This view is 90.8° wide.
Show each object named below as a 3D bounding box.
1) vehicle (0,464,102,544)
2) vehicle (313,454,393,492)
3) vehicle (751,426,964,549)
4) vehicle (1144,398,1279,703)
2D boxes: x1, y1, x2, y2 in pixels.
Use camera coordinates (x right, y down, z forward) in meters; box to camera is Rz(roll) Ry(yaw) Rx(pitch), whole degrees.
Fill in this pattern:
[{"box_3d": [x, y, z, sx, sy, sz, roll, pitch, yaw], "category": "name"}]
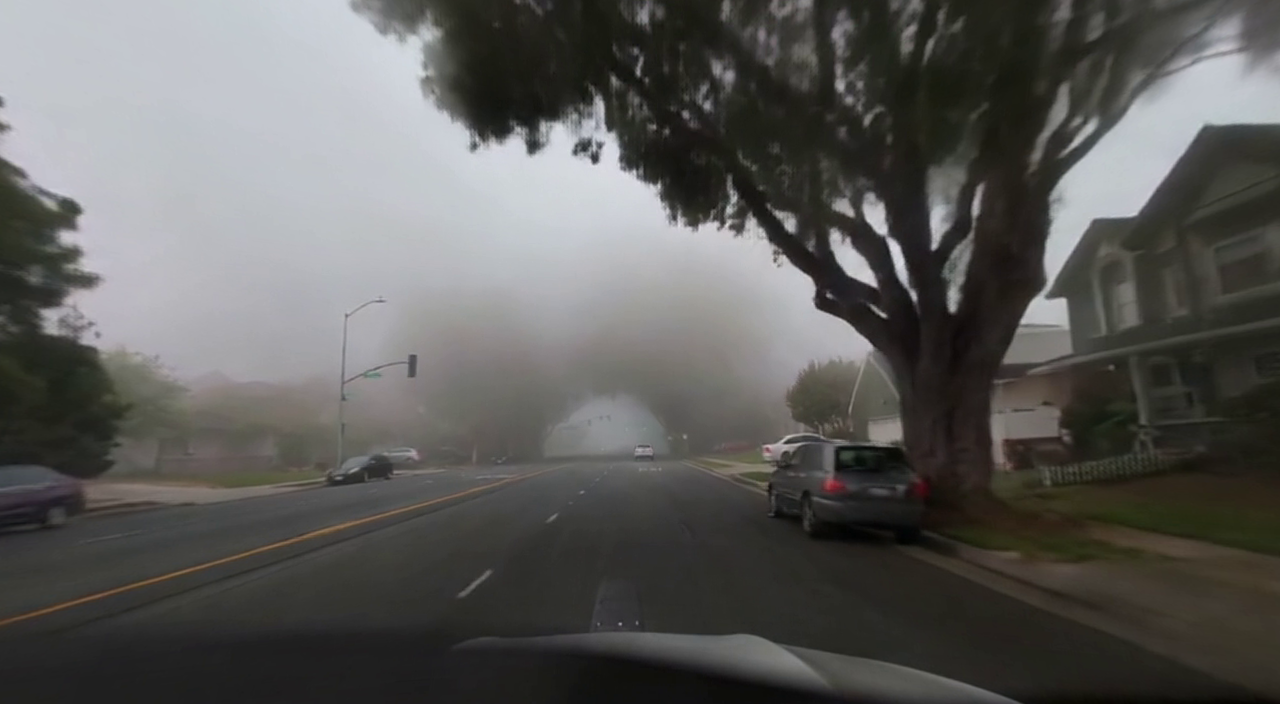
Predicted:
[{"box_3d": [-13.809, 3.082, 12.669, 2.021, 1.513, 4.568, 0, -9, -1], "category": "vehicle"}, {"box_3d": [-13.934, 5.856, 30.983, 1.876, 1.495, 4.647, -4, -9, -2], "category": "vehicle"}, {"box_3d": [3.428, 2.227, 11.100, 2.078, 1.679, 4.562, 0, -9, 0], "category": "vehicle"}, {"box_3d": [3.447, 0.639, 0.278, 2.034, 1.551, 5.272, 0, -9, -1], "category": "vehicle"}]
